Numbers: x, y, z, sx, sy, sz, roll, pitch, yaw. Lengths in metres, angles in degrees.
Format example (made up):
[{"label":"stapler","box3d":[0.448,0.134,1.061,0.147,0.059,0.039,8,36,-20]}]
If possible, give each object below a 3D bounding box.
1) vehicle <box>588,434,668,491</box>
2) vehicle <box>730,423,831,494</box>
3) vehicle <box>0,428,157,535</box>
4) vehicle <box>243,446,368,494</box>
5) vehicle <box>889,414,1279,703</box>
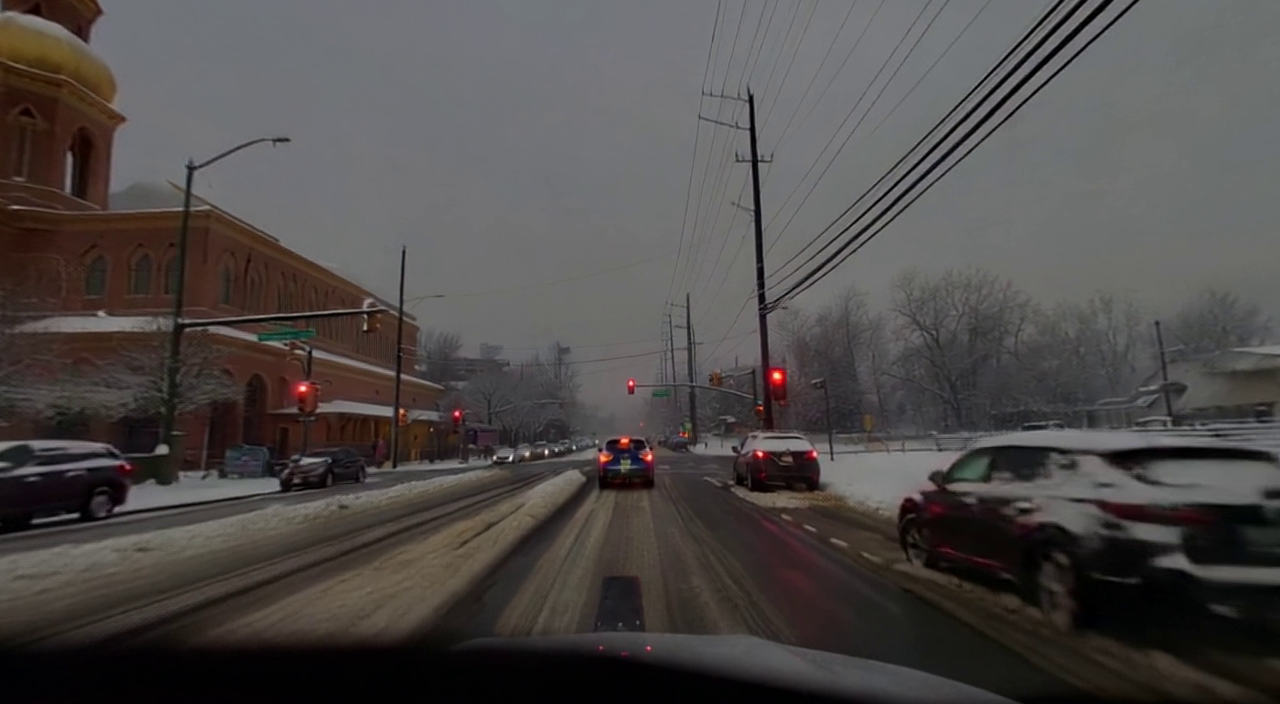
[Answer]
[{"label":"vehicle","box3d":[-0.321,3.168,18.452,2.049,1.453,4.299,0,-9,-1]},{"label":"vehicle","box3d":[3.909,3.052,18.365,2.015,1.780,4.261,0,-9,1]},{"label":"vehicle","box3d":[-12.101,2.459,11.829,2.071,1.814,5.185,-5,-9,0]},{"label":"vehicle","box3d":[-11.999,4.233,23.111,1.980,1.502,4.655,-2,-9,1]},{"label":"vehicle","box3d":[3.915,1.317,5.302,2.003,1.524,3.868,0,-5,-1]}]
